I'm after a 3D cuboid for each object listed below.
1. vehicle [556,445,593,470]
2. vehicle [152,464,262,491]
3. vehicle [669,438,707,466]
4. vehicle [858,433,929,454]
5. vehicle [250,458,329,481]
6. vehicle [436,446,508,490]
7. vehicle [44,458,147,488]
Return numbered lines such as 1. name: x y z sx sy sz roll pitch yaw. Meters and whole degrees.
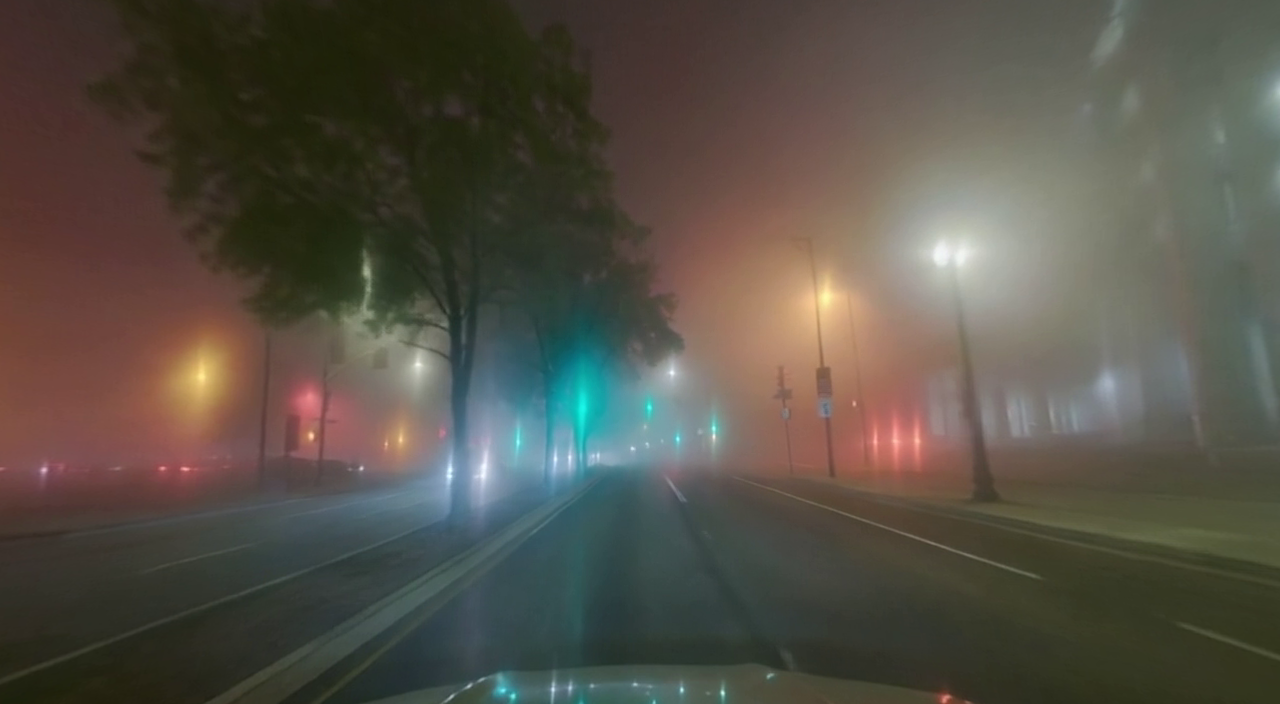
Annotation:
1. vehicle: -4.522 7.329 44.102 1.991 1.614 4.718 0 -9 1
2. vehicle: -24.880 7.219 36.336 4.815 1.469 2.056 0 -9 1
3. vehicle: 3.068 6.586 41.486 2.129 1.719 4.205 0 -9 0
4. vehicle: 18.975 6.871 47.254 4.459 1.525 1.956 0 -9 0
5. vehicle: -24.519 8.222 44.184 4.359 1.457 2.043 0 -9 2
6. vehicle: -7.535 5.214 28.745 1.962 1.807 4.541 0 -9 1
7. vehicle: -35.228 7.832 40.881 4.673 1.771 2.118 1 -10 2
